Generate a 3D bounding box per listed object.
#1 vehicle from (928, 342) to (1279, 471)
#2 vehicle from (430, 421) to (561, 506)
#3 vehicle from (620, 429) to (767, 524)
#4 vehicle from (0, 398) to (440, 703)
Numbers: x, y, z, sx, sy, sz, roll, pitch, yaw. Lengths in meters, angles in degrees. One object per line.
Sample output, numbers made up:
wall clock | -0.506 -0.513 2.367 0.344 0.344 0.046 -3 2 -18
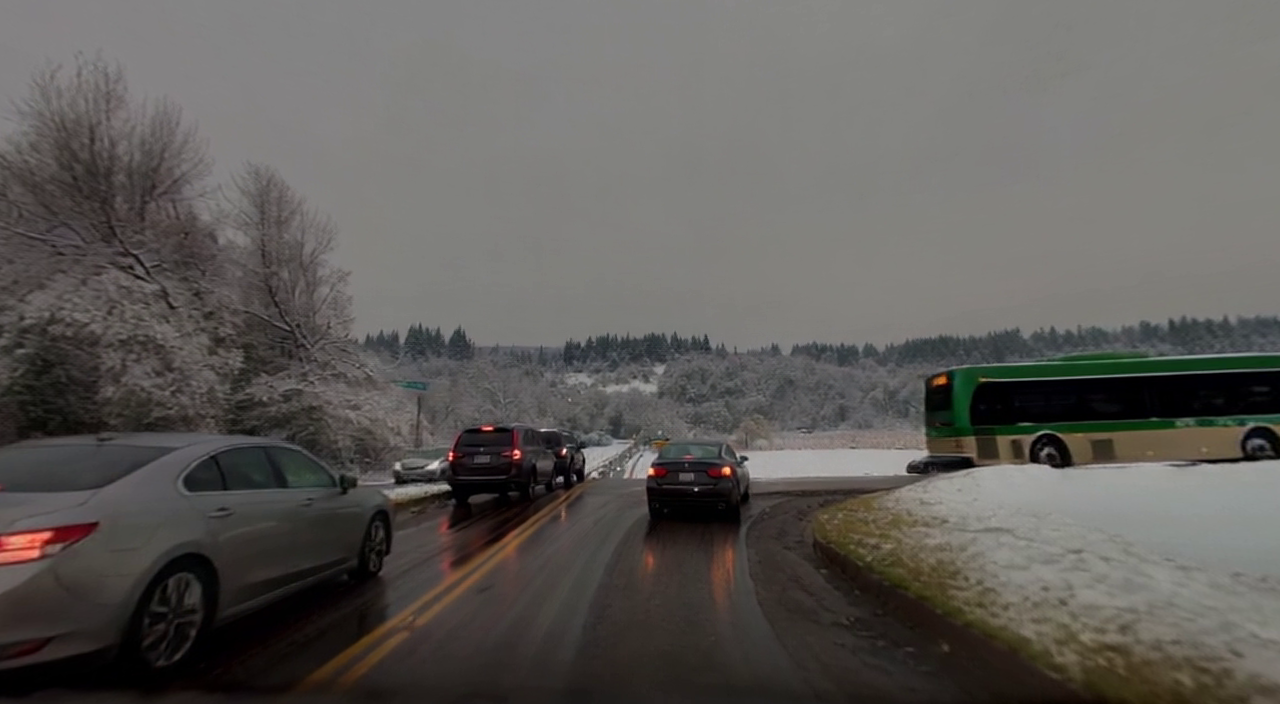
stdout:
vehicle | 14.083 1.668 18.115 9.977 3.303 2.948 -2 -8 10
vehicle | -3.310 2.657 15.506 2.017 1.761 4.572 0 -8 2
vehicle | 1.207 2.270 12.115 2.020 1.478 3.922 -3 -8 17
vehicle | -3.344 1.219 4.544 1.953 1.480 4.522 -1 -8 6
